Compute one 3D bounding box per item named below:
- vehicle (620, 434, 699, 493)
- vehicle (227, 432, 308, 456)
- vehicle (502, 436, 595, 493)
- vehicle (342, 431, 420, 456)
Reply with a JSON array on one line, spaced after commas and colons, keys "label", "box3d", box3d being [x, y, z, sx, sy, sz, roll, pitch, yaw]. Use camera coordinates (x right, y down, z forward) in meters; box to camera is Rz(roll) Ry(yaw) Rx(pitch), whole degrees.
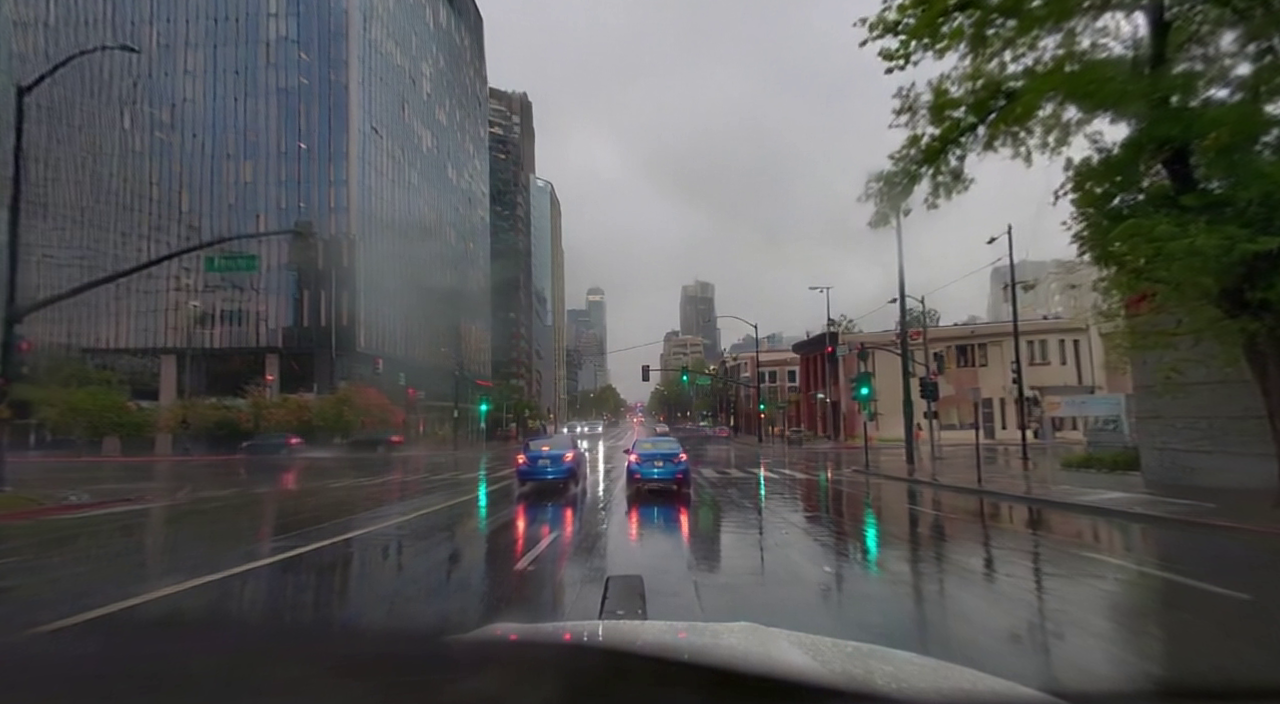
[{"label": "vehicle", "box3d": [0.515, 3.132, 18.011, 2.016, 1.478, 3.795, 0, -8, 1]}, {"label": "vehicle", "box3d": [-26.688, 6.602, 45.426, 4.410, 1.656, 2.302, 2, -9, -12]}, {"label": "vehicle", "box3d": [-2.584, 3.317, 19.077, 1.995, 1.479, 4.627, 0, -8, 2]}, {"label": "vehicle", "box3d": [-17.898, 6.342, 43.813, 4.694, 1.677, 1.847, 2, -9, -12]}]
